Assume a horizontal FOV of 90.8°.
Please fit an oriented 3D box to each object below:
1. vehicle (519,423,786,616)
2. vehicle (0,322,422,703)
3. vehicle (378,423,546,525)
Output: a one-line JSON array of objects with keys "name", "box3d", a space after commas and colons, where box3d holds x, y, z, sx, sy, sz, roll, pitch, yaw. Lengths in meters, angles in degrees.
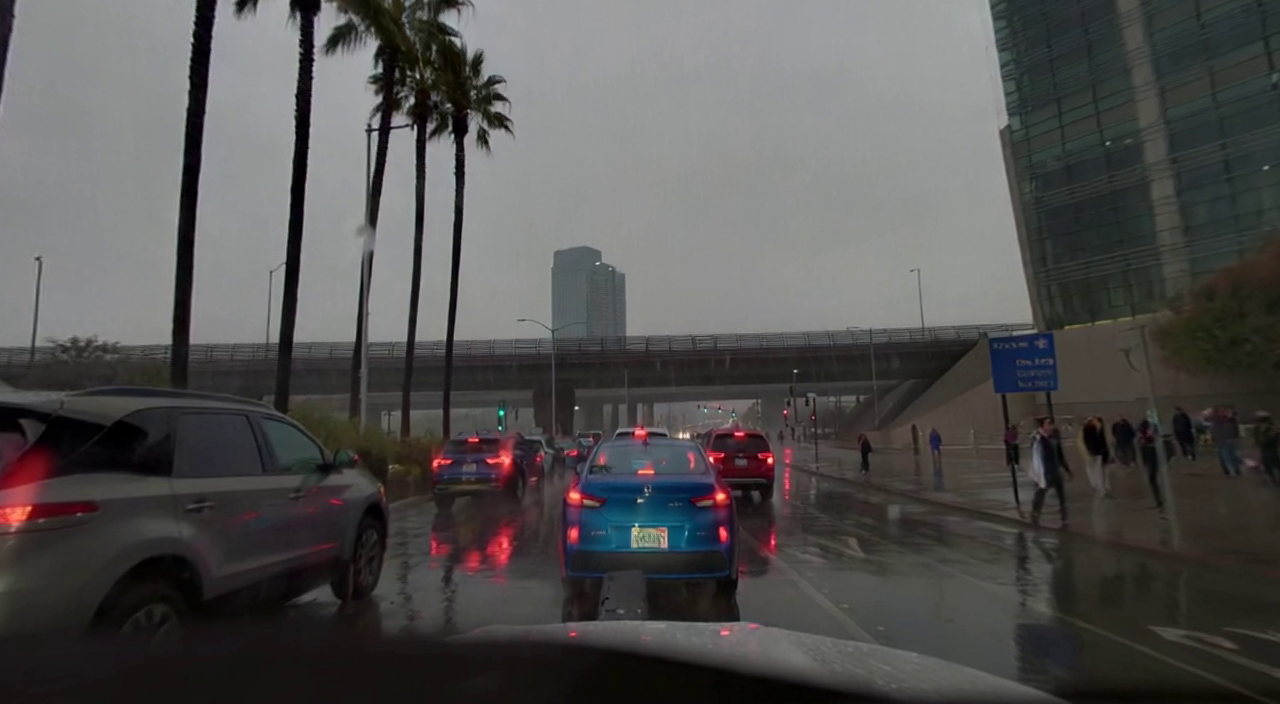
[{"name": "vehicle", "box3d": [0.084, 1.592, 6.975, 2.036, 1.461, 4.129, 0, -8, 0]}, {"name": "vehicle", "box3d": [-3.262, 1.060, 4.181, 2.014, 1.740, 4.359, 0, -8, 1]}, {"name": "vehicle", "box3d": [-3.199, 2.292, 12.346, 1.955, 1.637, 4.032, 0, -8, 2]}]
